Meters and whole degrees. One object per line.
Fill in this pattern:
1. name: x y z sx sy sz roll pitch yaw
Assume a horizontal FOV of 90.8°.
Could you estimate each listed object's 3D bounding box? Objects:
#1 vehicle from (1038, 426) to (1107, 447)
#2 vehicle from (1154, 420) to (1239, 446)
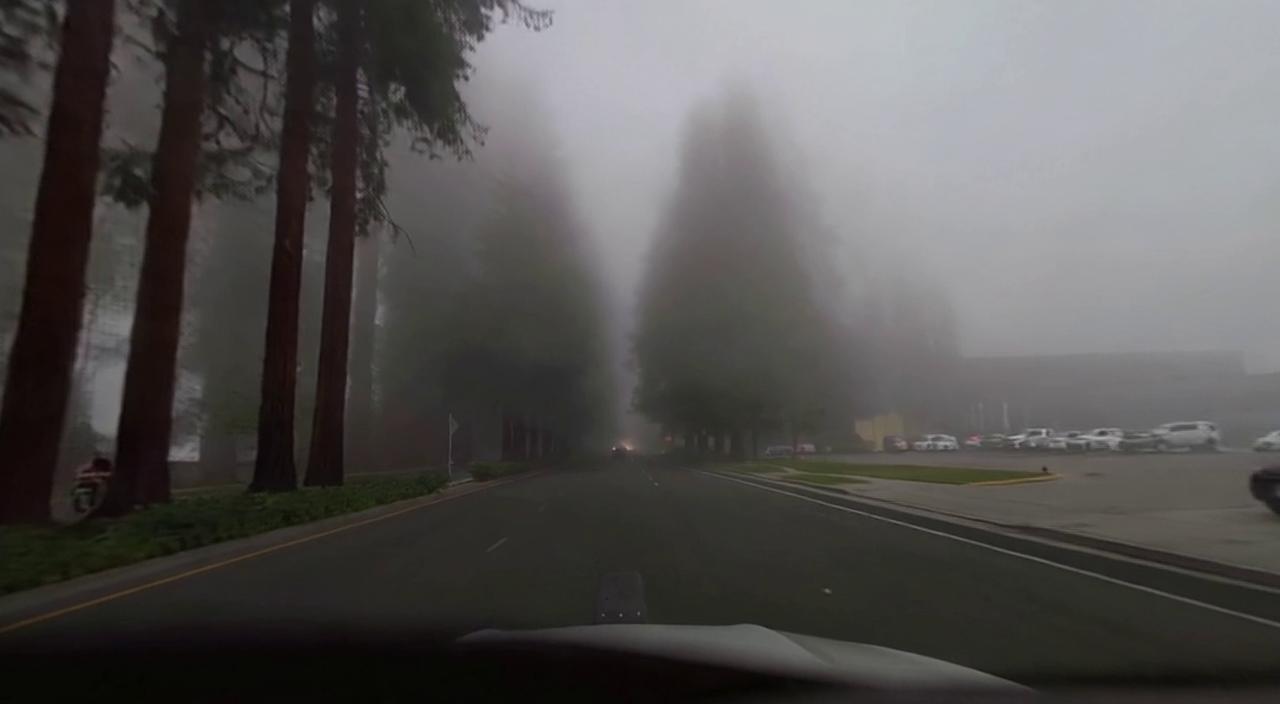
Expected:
1. vehicle: 32.746 6.484 48.006 1.850 1.490 4.701 0 -9 0
2. vehicle: 43.352 6.384 49.392 1.929 1.842 4.959 0 -9 -3
